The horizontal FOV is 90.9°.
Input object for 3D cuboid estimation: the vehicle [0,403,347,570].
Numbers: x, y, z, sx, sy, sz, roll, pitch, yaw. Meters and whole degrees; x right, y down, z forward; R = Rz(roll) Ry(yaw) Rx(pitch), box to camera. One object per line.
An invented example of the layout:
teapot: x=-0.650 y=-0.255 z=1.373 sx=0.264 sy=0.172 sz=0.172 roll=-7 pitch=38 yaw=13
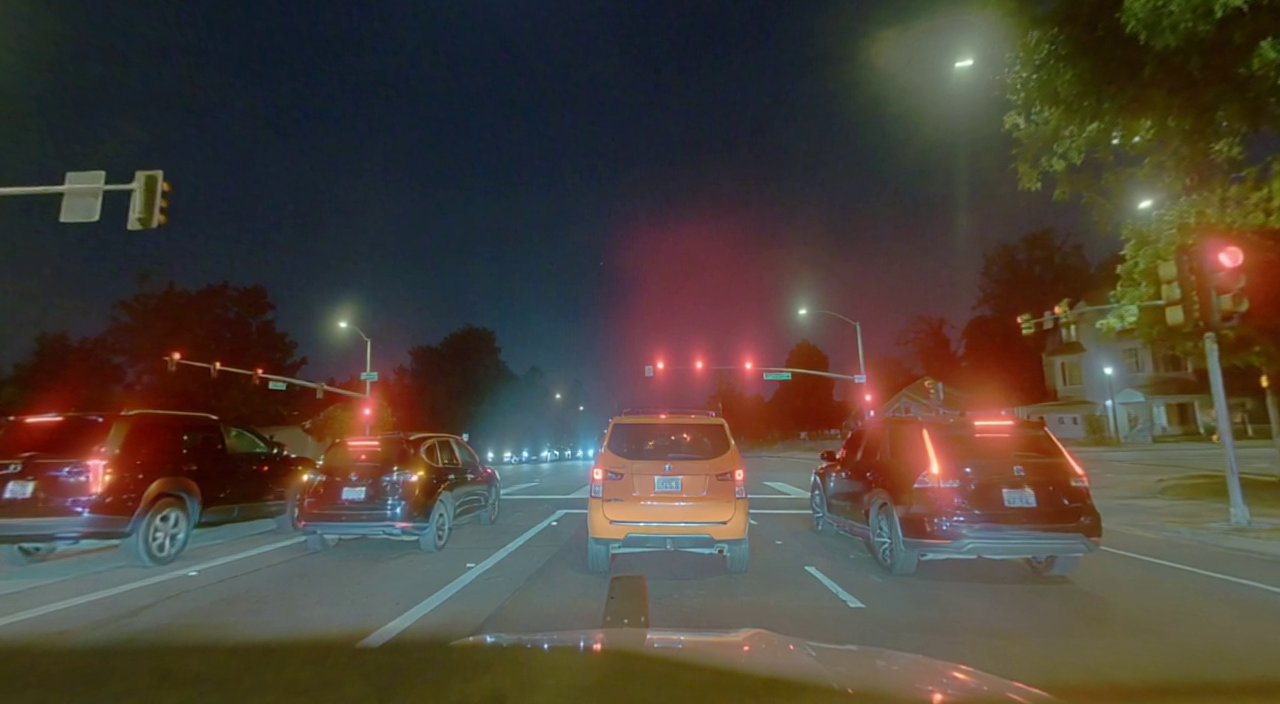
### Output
vehicle: x=-6.636 y=1.824 z=9.359 sx=2.075 sy=1.796 sz=4.785 roll=0 pitch=-8 yaw=2

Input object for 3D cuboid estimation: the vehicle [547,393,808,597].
vehicle: x=0.392 y=1.520 z=7.499 sx=2.198 sy=1.708 sz=4.170 roll=0 pitch=-8 yaw=2

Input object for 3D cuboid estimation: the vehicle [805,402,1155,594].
vehicle: x=3.527 y=1.590 z=7.745 sx=2.047 sy=1.638 sz=4.395 roll=-1 pitch=-8 yaw=4

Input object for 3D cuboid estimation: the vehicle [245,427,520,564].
vehicle: x=-3.237 y=1.885 z=9.103 sx=1.885 sy=1.475 sz=4.359 roll=-1 pitch=-8 yaw=4
